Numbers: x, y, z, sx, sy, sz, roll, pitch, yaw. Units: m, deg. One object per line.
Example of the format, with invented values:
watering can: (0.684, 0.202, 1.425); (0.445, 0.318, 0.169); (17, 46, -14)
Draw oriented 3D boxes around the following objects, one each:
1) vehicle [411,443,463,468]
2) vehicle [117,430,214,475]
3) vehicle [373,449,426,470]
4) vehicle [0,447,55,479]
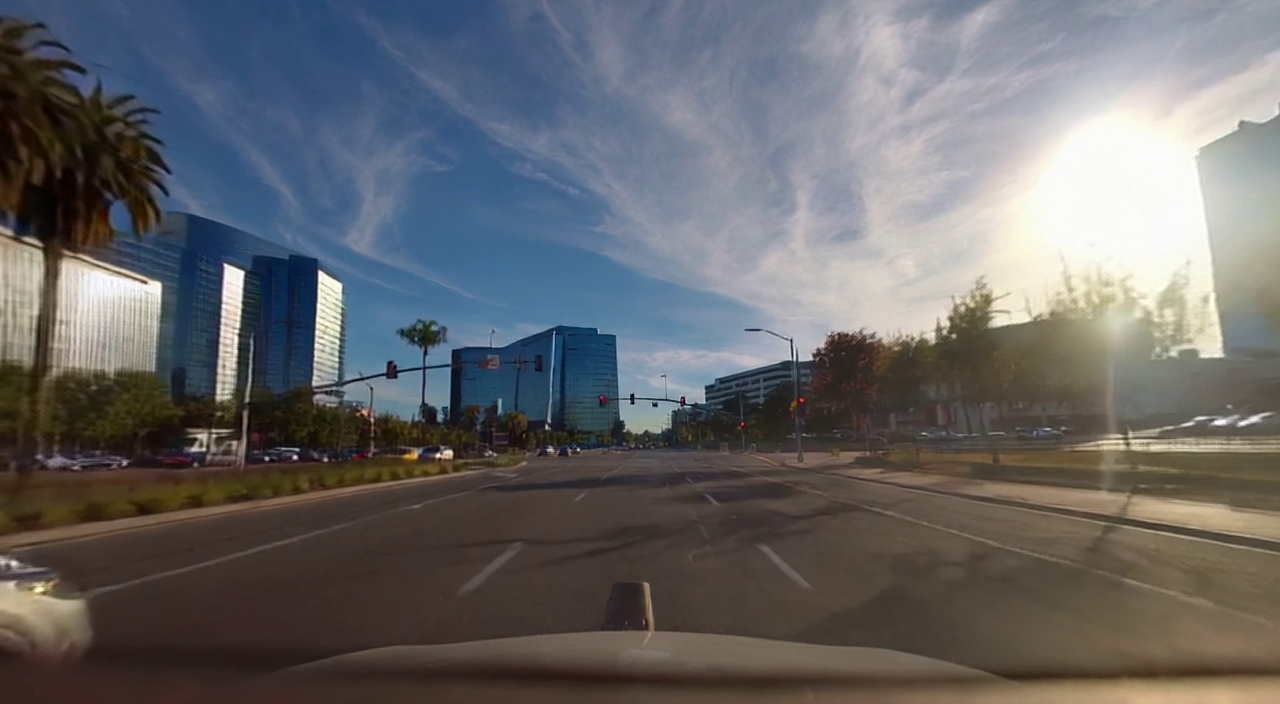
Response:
vehicle: (-14.258, 7.283, 44.483); (2.059, 1.648, 4.420); (0, -8, 2)
vehicle: (-33.002, 6.953, 43.858); (5.761, 2.906, 2.463); (-3, -9, 20)
vehicle: (-17.683, 7.878, 46.537); (2.077, 1.417, 4.422); (0, -8, 1)
vehicle: (-37.124, 6.417, 36.586); (4.272, 1.729, 2.017); (0, -8, 2)
